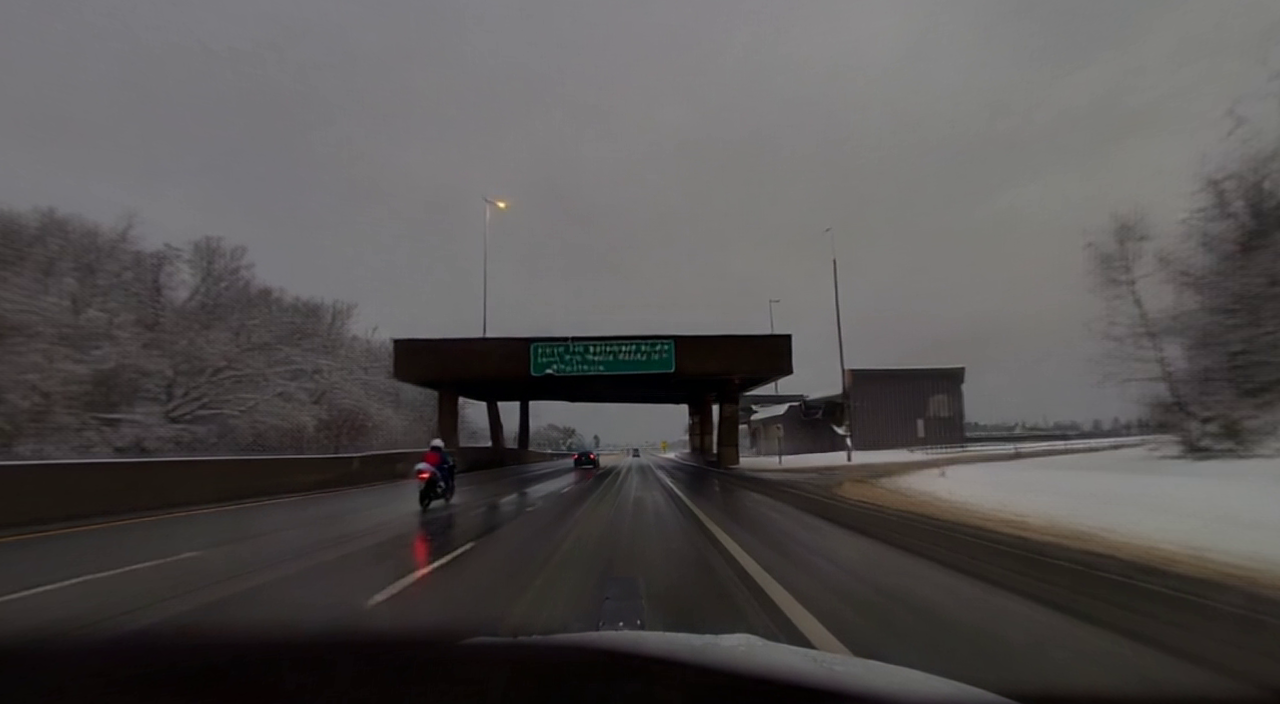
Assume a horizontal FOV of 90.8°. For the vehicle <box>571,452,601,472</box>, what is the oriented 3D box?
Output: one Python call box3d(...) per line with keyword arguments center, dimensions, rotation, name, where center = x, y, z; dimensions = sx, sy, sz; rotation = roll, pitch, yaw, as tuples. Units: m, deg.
box3d(center=(-4.222, 8.673, 49.972), dimensions=(1.992, 1.504, 4.117), rotation=(0, -9, 0), name="vehicle")
